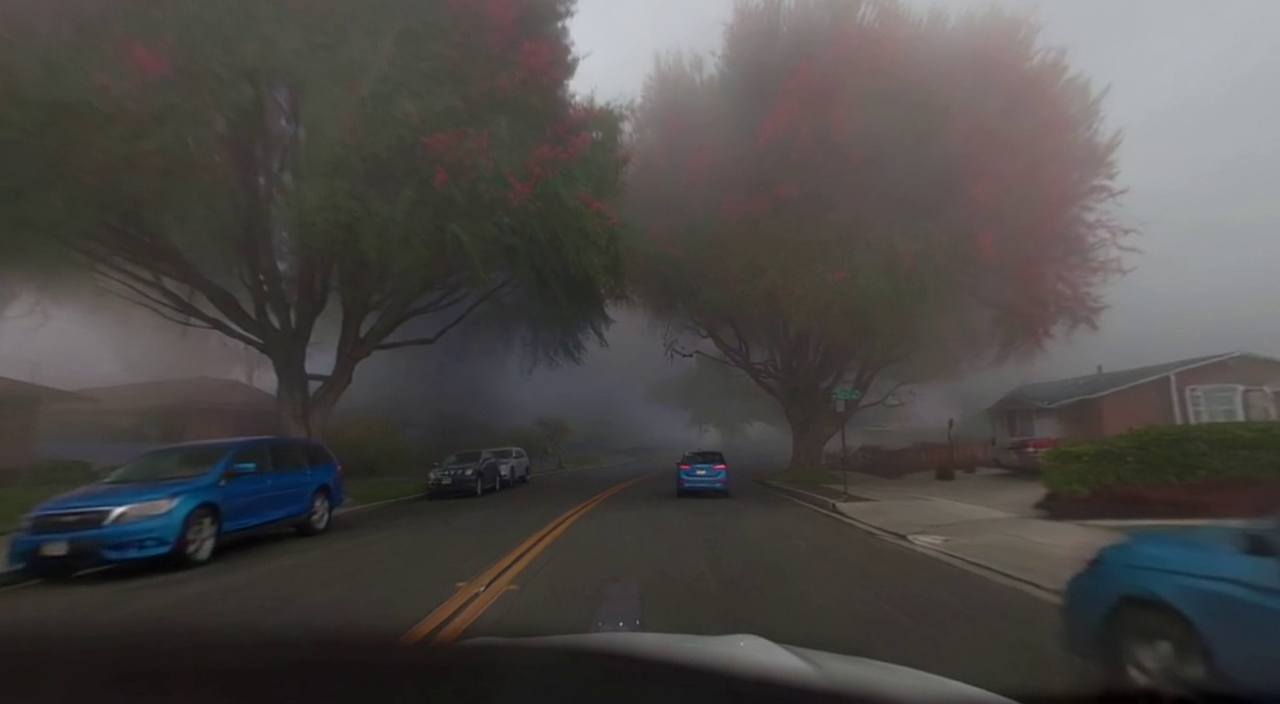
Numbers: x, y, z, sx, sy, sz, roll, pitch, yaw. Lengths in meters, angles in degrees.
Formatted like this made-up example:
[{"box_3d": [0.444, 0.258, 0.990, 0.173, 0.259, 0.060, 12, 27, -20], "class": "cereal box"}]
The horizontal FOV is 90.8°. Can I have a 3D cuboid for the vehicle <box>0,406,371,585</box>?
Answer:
[{"box_3d": [-6.142, 1.969, 9.398, 2.235, 1.851, 4.662, -3, -9, 0], "class": "vehicle"}]

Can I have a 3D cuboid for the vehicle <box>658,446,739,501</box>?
[{"box_3d": [1.811, 3.607, 19.278, 2.192, 1.474, 4.192, -1, -9, 6], "class": "vehicle"}]

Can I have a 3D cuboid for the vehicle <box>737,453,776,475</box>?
[{"box_3d": [8.196, 7.914, 44.812, 2.089, 1.462, 4.529, 0, -9, 2], "class": "vehicle"}]

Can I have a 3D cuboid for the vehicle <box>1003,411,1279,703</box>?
[{"box_3d": [3.506, 0.858, 1.466, 2.429, 1.502, 4.474, 1, -9, -4], "class": "vehicle"}]

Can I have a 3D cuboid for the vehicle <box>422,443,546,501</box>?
[{"box_3d": [-5.157, 4.048, 21.831, 2.641, 1.747, 4.738, -2, -8, 7], "class": "vehicle"}]
